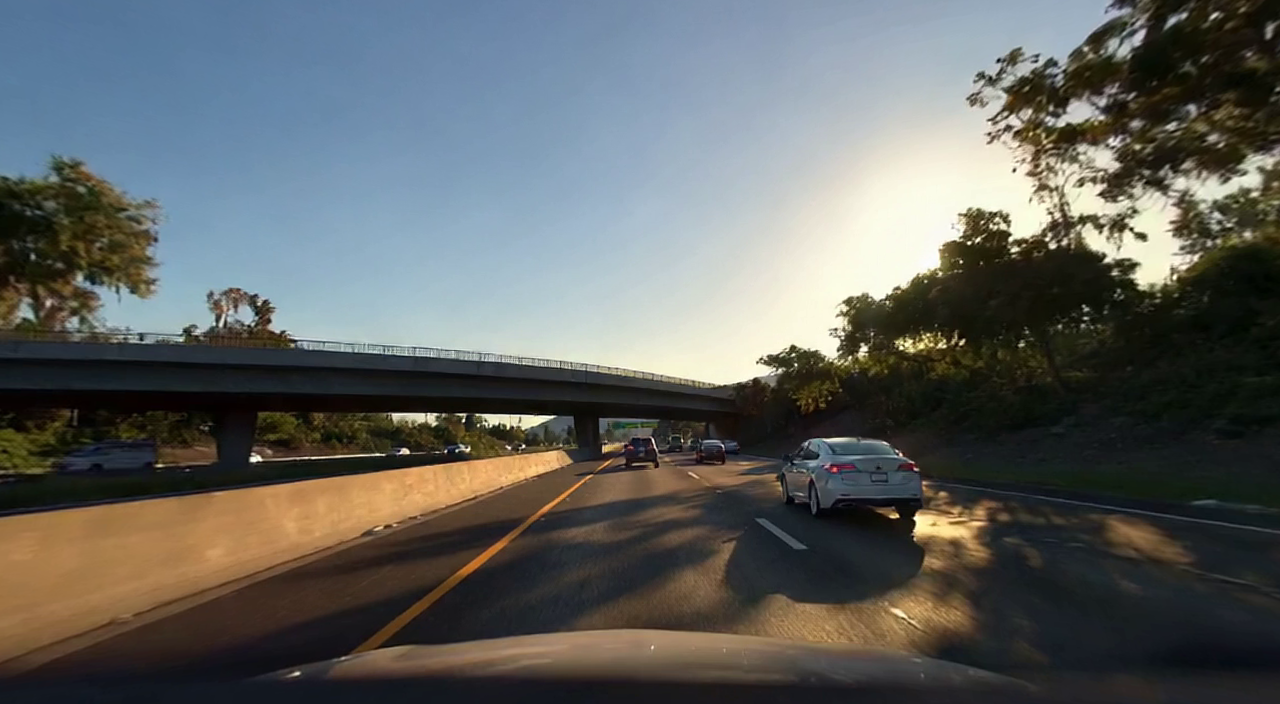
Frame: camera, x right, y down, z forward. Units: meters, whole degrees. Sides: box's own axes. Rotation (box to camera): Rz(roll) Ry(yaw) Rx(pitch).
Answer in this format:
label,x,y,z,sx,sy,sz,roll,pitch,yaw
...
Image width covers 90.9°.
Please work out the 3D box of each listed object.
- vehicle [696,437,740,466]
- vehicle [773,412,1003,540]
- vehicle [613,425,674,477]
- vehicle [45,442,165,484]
label,x,y,z,sx,sy,sz,roll,pitch,yaw
vehicle,4.213,5.458,34.726,1.825,1.487,4.034,0,-8,-1
vehicle,3.739,1.956,10.575,2.003,1.661,4.418,0,-8,-1
vehicle,0.136,3.862,24.805,2.189,1.852,4.038,0,-8,0
vehicle,-26.712,5.516,31.756,2.005,1.908,4.590,0,-8,-1
